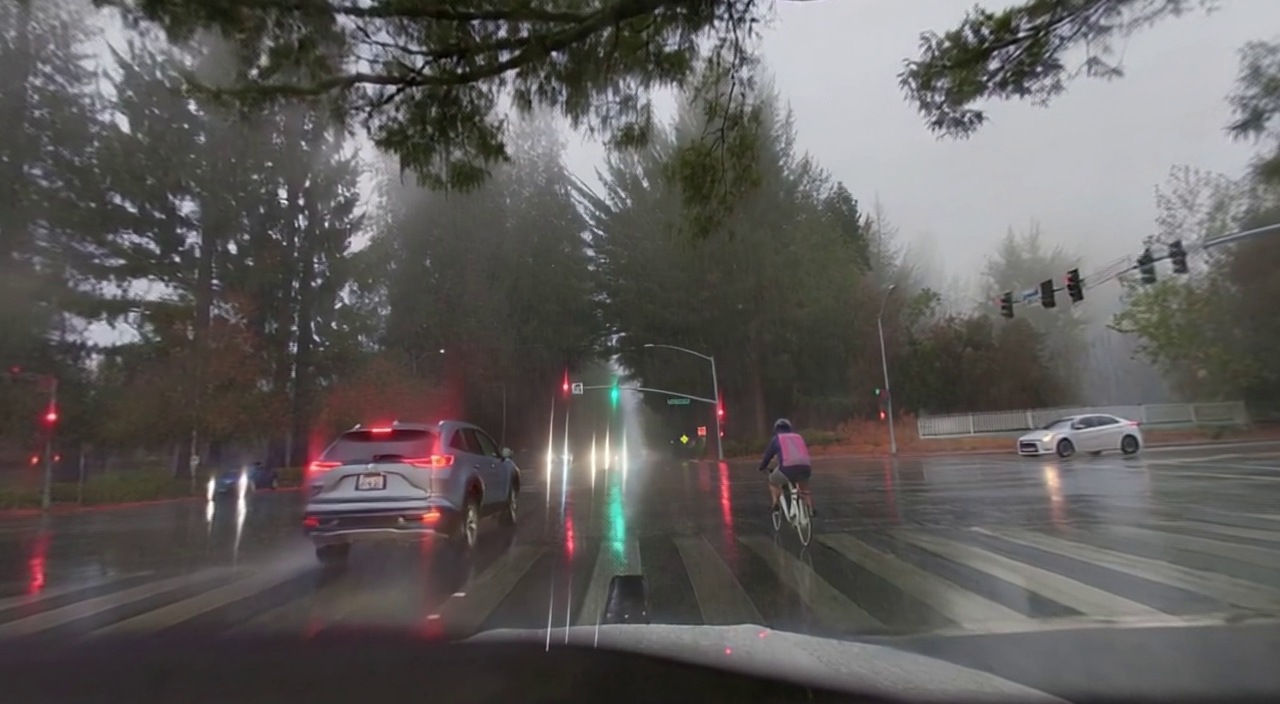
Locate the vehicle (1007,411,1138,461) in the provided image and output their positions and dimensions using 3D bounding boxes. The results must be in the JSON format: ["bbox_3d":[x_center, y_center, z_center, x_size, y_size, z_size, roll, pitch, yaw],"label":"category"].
[{"bbox_3d":[18.571,3.643,27.179,4.237,1.948,1.997,-1,-9,-9],"label":"vehicle"}]

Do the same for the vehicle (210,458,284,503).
[{"bbox_3d":[-15.357,4.952,24.787,2.171,1.474,4.513,5,-10,-30],"label":"vehicle"}]

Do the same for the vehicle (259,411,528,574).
[{"bbox_3d":[-3.103,1.872,9.240,2.049,1.756,4.602,0,-8,0],"label":"vehicle"}]

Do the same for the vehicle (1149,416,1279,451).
[{"bbox_3d":[25.739,3.666,28.174,4.716,1.507,1.904,2,-9,-11],"label":"vehicle"}]
